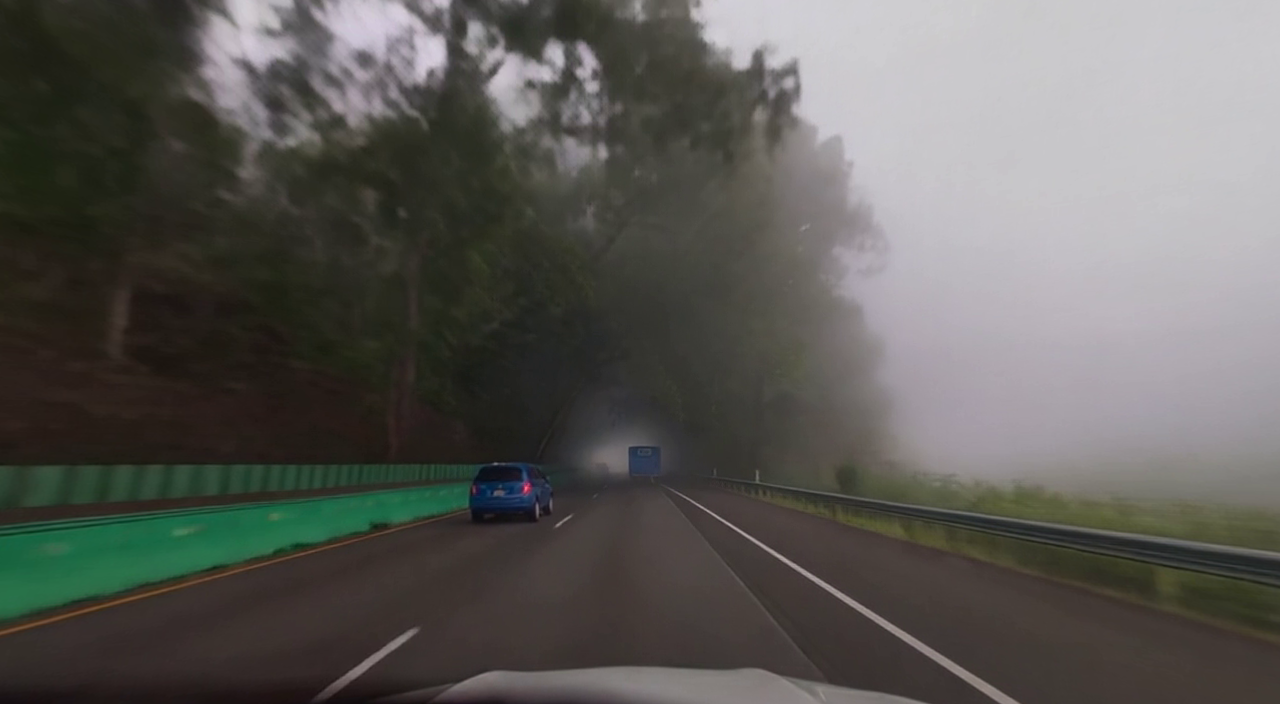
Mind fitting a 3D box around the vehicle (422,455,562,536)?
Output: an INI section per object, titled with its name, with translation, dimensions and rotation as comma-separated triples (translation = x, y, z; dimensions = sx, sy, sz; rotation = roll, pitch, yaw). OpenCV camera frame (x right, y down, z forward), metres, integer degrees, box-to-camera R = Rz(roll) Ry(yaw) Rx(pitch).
[vehicle]
translation = -3.090, 3.134, 14.217
dimensions = 2.038, 1.490, 4.391
rotation = 1, -10, 1
